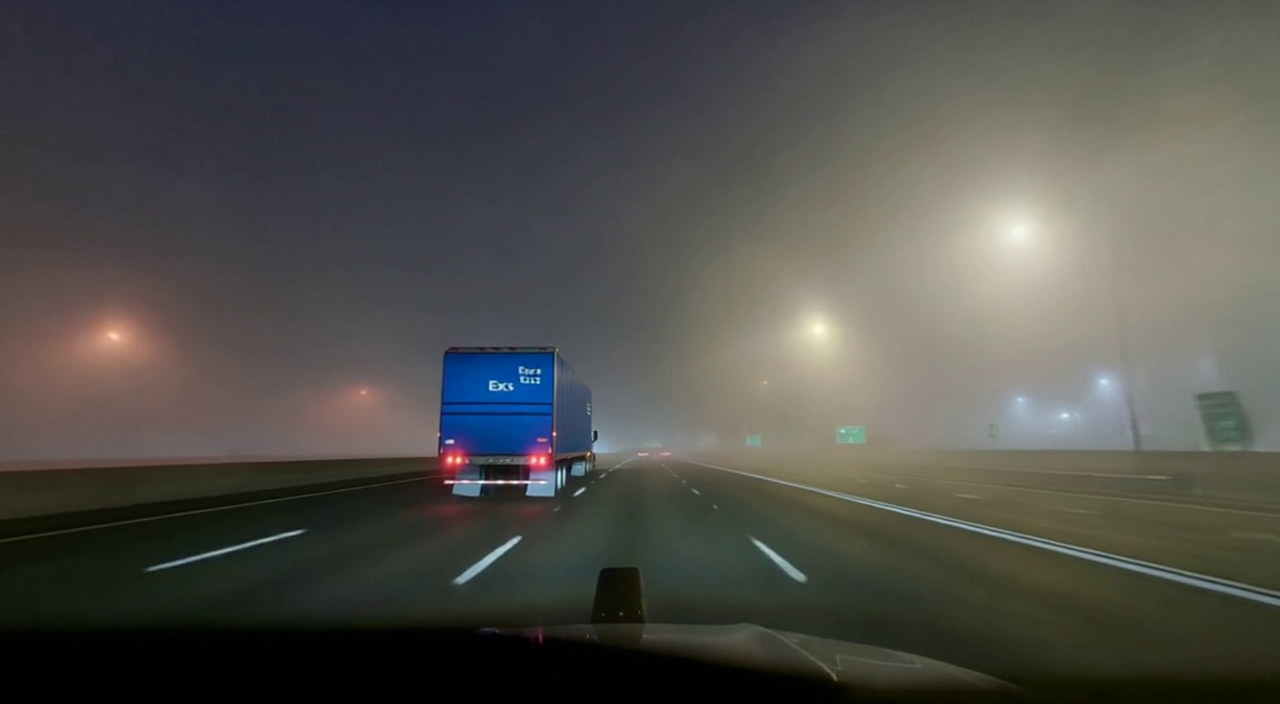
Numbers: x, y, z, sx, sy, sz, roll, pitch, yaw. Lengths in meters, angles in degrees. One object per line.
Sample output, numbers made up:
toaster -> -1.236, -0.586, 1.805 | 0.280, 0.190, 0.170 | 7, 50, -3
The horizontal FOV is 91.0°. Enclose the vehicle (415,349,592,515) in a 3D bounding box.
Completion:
vehicle -> -3.148, 2.291, 17.388 | 2.922, 3.458, 8.360 | 0, -9, 1
